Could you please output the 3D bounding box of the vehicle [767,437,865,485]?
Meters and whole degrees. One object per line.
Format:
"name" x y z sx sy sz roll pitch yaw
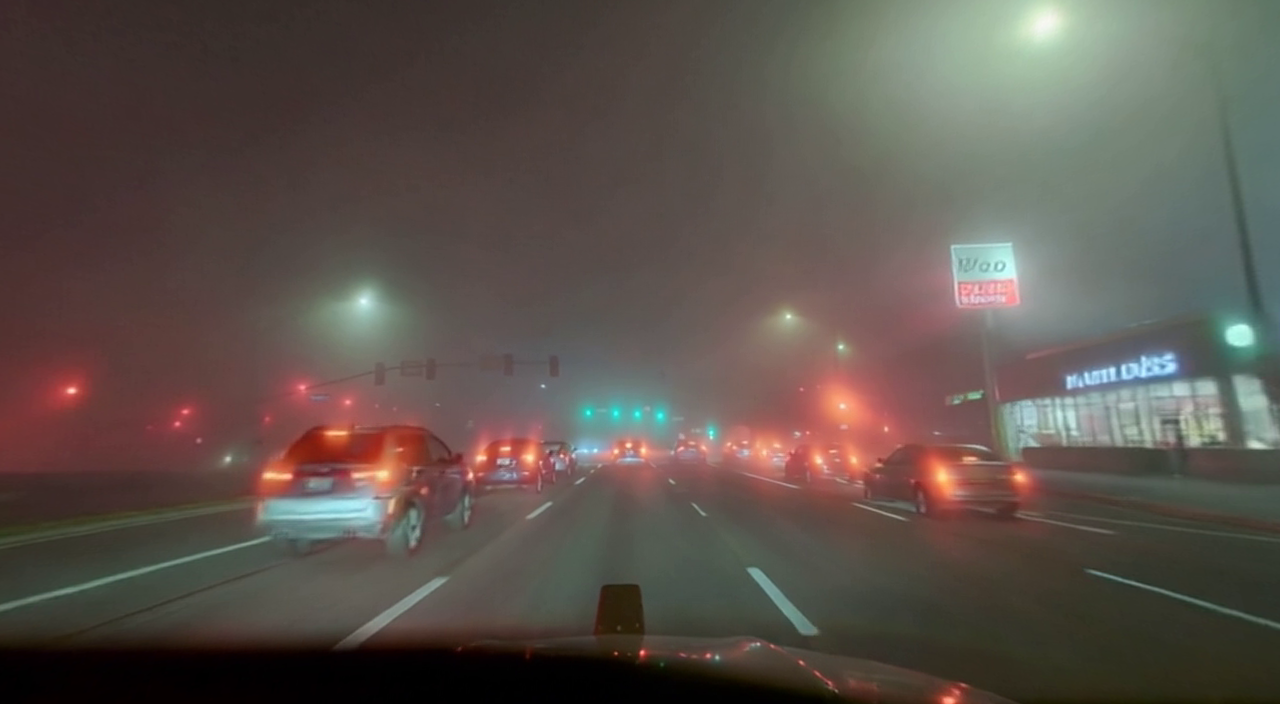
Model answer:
"vehicle" 5.972 3.744 22.054 1.969 1.502 4.663 0 -8 -1

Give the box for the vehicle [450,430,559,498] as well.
"vehicle" -3.561 3.031 17.492 2.063 1.625 4.290 0 -8 0

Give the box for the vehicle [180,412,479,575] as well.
"vehicle" -3.651 1.725 8.423 1.934 1.624 3.964 0 -8 0

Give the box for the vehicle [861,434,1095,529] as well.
"vehicle" 6.070 2.358 12.154 2.017 1.453 4.497 0 -8 0

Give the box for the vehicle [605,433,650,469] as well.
"vehicle" -0.646 5.262 33.659 2.261 1.741 4.255 0 -8 -1

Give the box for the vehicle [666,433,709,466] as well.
"vehicle" 2.679 5.622 36.617 2.018 1.779 4.338 0 -8 -2

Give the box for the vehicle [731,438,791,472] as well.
"vehicle" 5.832 5.009 30.995 1.884 1.522 4.557 0 -8 -2
